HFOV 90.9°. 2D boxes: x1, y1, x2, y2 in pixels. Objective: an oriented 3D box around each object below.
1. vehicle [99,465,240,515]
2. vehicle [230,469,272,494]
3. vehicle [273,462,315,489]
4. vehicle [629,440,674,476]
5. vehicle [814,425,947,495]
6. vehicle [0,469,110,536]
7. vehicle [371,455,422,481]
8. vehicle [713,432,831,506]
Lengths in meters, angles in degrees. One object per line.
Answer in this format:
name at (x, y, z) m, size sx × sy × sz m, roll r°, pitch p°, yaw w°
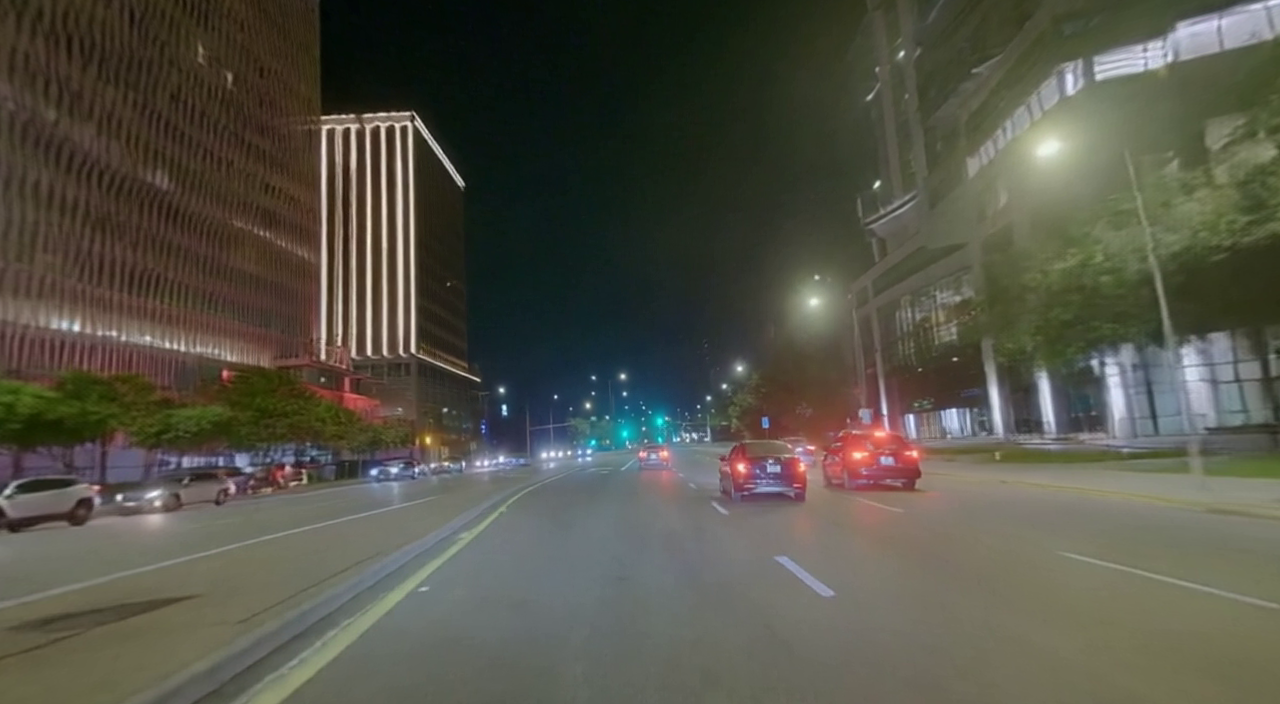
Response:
vehicle at (-18.577, 5.423, 25.233) m, size 1.956 × 1.647 × 4.643 m, roll 0°, pitch -8°, yaw 1°
vehicle at (-27.513, 9.146, 44.679) m, size 1.989 × 1.476 × 4.088 m, roll 4°, pitch -9°, yaw -25°
vehicle at (-24.706, 8.793, 45.136) m, size 2.076 × 1.688 × 4.635 m, roll 3°, pitch -9°, yaw -22°
vehicle at (0.509, 5.249, 31.455) m, size 2.125 × 1.669 × 3.880 m, roll 0°, pitch -8°, yaw -1°
vehicle at (6.815, 3.103, 18.512) m, size 1.963 × 1.783 × 4.722 m, roll 0°, pitch -8°, yaw -1°
vehicle at (-18.707, 4.433, 18.737) m, size 2.049 × 1.678 × 4.376 m, roll 0°, pitch -8°, yaw 0°
vehicle at (-18.123, 8.650, 47.183) m, size 1.954 × 1.779 × 4.635 m, roll 0°, pitch -8°, yaw 0°
vehicle at (3.180, 2.911, 16.215) m, size 1.931 × 1.591 × 4.708 m, roll 0°, pitch -8°, yaw -1°
